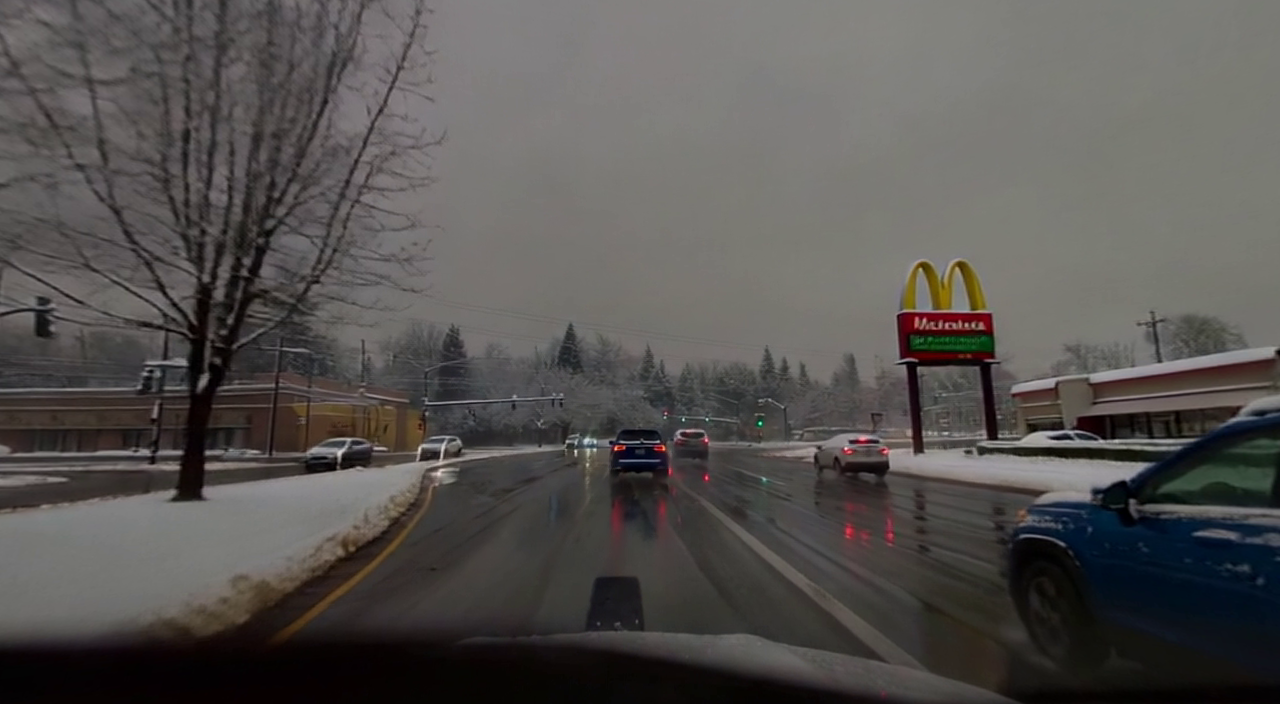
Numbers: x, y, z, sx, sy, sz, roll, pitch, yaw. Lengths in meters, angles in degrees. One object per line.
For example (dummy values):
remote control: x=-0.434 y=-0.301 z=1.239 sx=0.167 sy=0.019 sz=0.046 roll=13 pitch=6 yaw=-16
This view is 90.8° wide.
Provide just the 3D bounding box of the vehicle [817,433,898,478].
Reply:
vehicle: x=9.267 y=4.447 z=27.293 sx=1.977 sy=1.786 sz=4.344 roll=0 pitch=-8 yaw=1

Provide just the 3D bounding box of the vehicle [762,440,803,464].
vehicle: x=9.603 y=6.793 z=42.912 sx=1.879 sy=1.517 sz=4.006 roll=0 pitch=-8 yaw=0

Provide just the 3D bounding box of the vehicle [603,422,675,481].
vehicle: x=-0.077 y=3.642 z=23.234 sx=2.402 sy=1.938 sz=4.535 roll=0 pitch=-8 yaw=-1

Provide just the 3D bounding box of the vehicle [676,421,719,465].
vehicle: x=3.578 y=5.750 z=40.127 sx=2.239 sy=2.586 sz=4.586 roll=1 pitch=-8 yaw=-1

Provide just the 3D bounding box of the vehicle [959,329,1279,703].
vehicle: x=3.381 y=0.784 z=2.316 sx=2.076 sy=1.716 sz=4.416 roll=0 pitch=-8 yaw=0

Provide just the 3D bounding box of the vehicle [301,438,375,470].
vehicle: x=-18.600 y=6.299 z=39.211 sx=2.050 sy=1.797 sz=4.945 roll=0 pitch=-8 yaw=1

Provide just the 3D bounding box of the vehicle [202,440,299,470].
vehicle: x=-27.381 y=7.242 z=44.526 sx=5.258 sy=1.970 sz=2.363 roll=-1 pitch=-9 yaw=3

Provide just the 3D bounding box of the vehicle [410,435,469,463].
vehicle: x=-14.285 y=6.949 z=45.396 sx=2.311 sy=1.849 sz=4.889 roll=-1 pitch=-8 yaw=4
